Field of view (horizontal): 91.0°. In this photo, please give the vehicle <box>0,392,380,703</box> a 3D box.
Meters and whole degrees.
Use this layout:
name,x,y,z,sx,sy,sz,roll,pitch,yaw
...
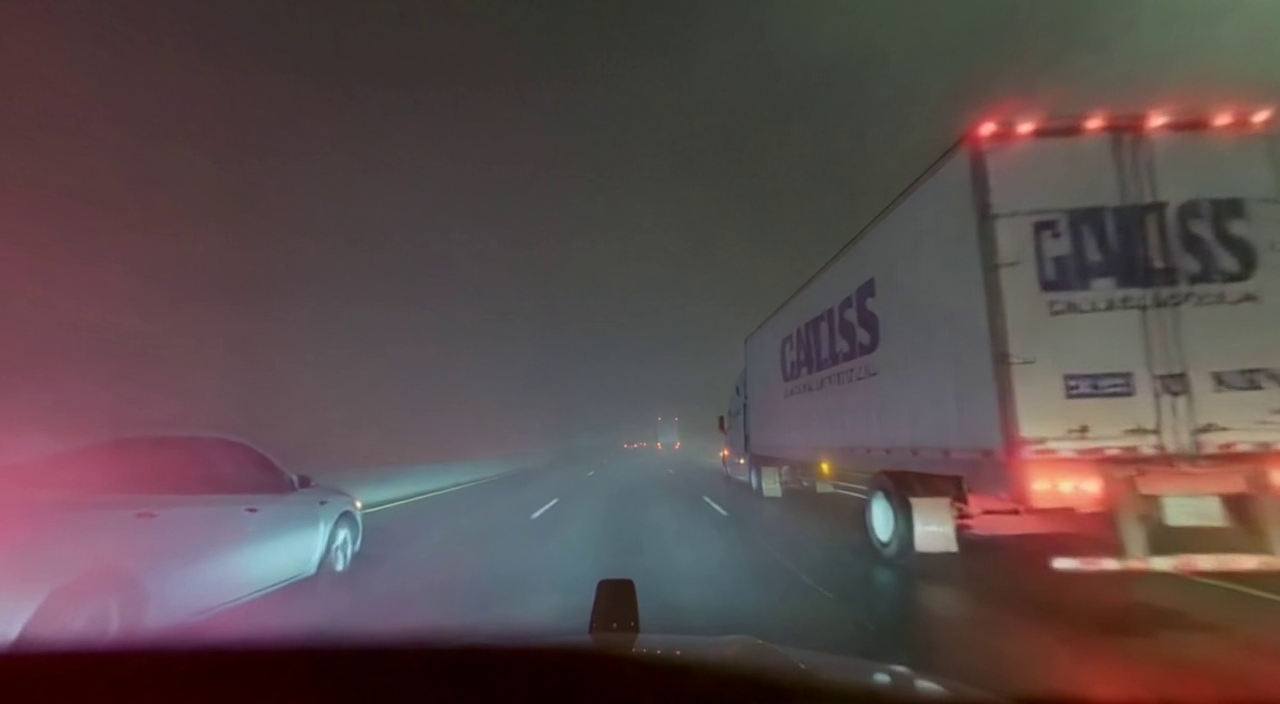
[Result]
name,x,y,z,sx,sy,sz,roll,pitch,yaw
vehicle,-3.479,1.143,3.920,1.990,1.520,4.100,0,-8,0

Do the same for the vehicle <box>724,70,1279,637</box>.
name,x,y,z,sx,sy,sz,roll,pitch,yaw
vehicle,4.238,0.902,11.733,2.976,4.064,14.619,0,-8,-1
